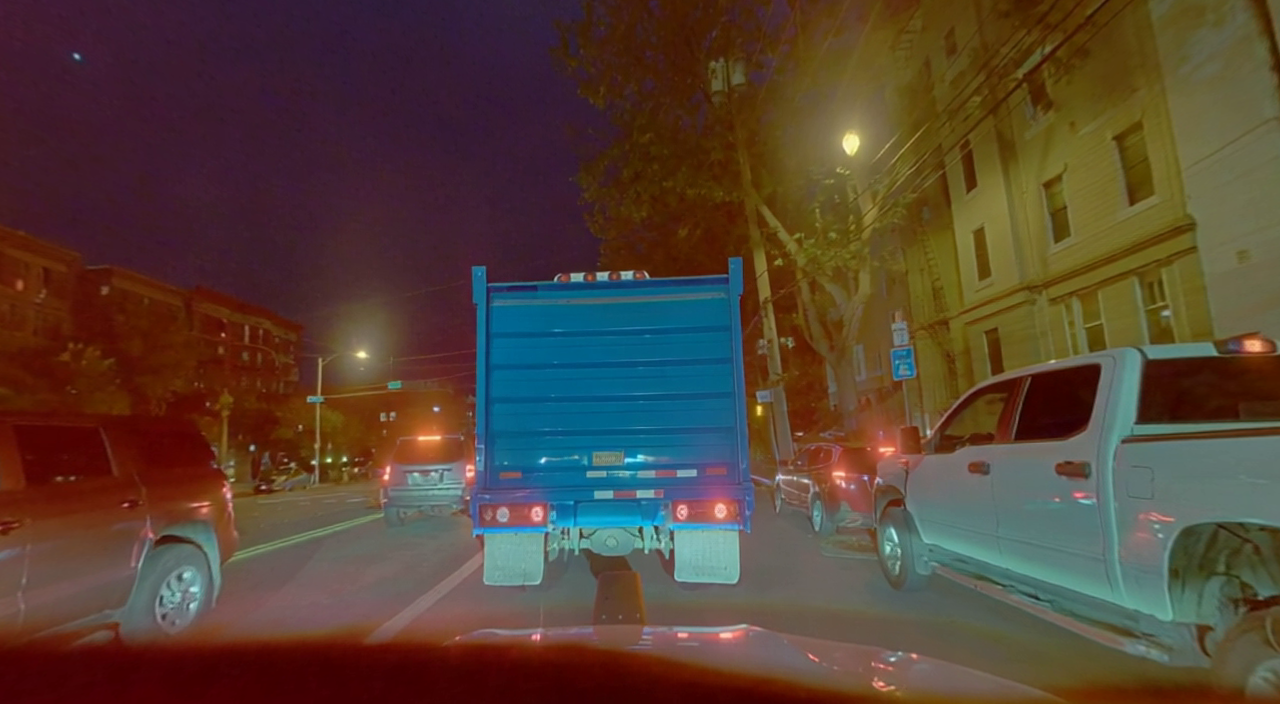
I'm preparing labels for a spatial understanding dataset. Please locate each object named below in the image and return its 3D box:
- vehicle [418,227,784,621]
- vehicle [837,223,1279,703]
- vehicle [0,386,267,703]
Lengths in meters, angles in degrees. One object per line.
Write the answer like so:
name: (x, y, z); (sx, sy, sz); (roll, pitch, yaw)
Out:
vehicle: (-0.219, 1.132, 9.271); (2.878, 3.204, 8.244); (0, -8, 1)
vehicle: (3.235, 0.843, 3.860); (2.242, 1.979, 5.722); (0, -8, 1)
vehicle: (-4.121, 0.982, 2.934); (1.988, 1.657, 4.492); (0, -8, 0)
